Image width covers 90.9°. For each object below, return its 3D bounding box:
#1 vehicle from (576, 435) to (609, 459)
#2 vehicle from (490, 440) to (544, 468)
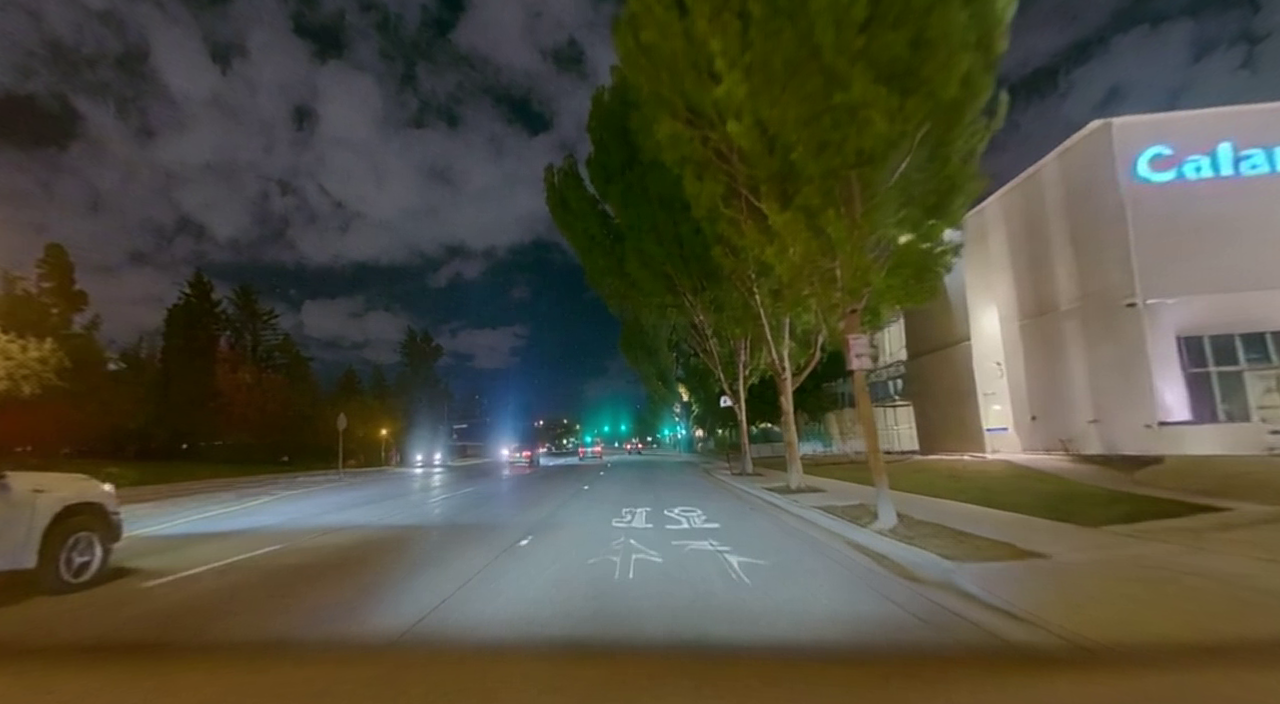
[{"bbox_3d":[-3.503,7.080,46.941,2.100,1.661,3.837,0,-8,0],"label":"vehicle"},{"bbox_3d":[-6.620,5.555,34.424,2.072,1.427,4.328,0,-8,0],"label":"vehicle"}]
